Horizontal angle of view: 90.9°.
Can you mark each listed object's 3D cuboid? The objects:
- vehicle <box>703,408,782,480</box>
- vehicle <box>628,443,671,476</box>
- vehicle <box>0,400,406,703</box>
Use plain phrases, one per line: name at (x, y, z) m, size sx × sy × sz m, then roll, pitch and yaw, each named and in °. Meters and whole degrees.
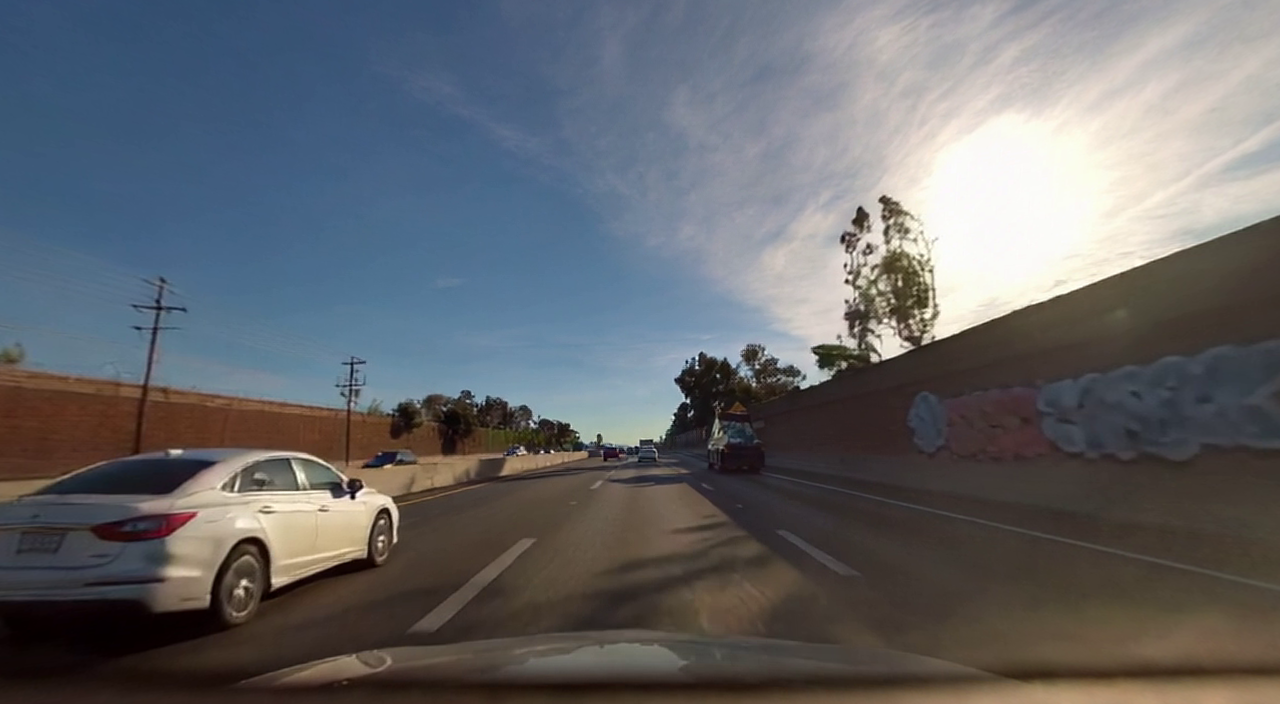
vehicle at (4.545, 4.291, 29.216) m, size 2.549 × 2.931 × 6.310 m, roll 0°, pitch -9°, yaw 0°
vehicle at (0.452, 5.374, 31.616) m, size 2.009 × 1.506 × 4.091 m, roll 0°, pitch -9°, yaw 1°
vehicle at (-3.585, 1.259, 4.642) m, size 2.023 × 1.444 × 4.379 m, roll 0°, pitch -9°, yaw 0°
